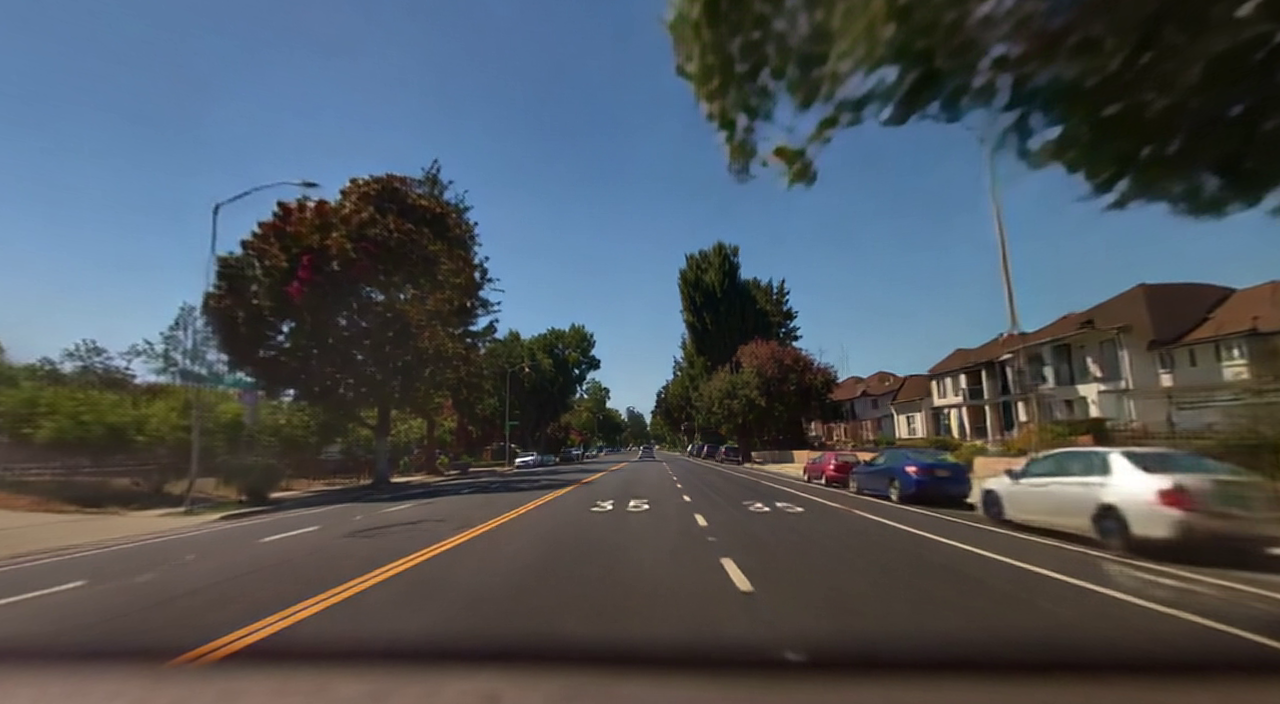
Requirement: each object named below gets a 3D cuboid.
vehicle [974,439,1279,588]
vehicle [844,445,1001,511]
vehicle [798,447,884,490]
[{"bbox_3d":[6.893,1.991,8.789,1.940,1.481,4.650,0,-9,0],"label":"vehicle"},{"bbox_3d":[7.051,3.168,16.423,2.001,1.454,4.494,0,-9,0],"label":"vehicle"},{"bbox_3d":[7.253,4.218,23.270,1.854,1.425,4.316,-1,-9,2],"label":"vehicle"}]
